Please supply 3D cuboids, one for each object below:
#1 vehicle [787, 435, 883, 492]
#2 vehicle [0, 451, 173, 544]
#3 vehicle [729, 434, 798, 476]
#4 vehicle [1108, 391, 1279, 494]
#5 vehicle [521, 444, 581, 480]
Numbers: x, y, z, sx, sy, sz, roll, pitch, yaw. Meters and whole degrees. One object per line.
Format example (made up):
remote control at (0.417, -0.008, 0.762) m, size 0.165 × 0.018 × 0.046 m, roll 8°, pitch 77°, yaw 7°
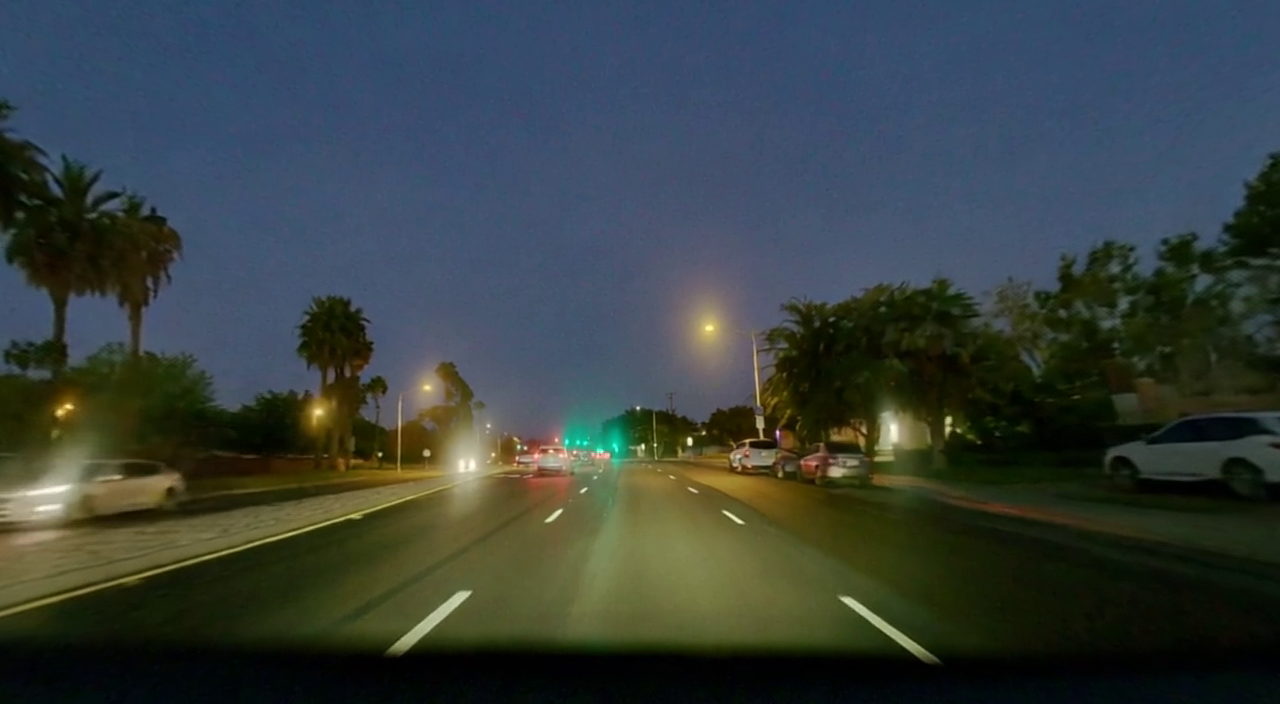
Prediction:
vehicle at (6.568, 3.802, 21.869) m, size 1.962 × 1.725 × 4.257 m, roll 0°, pitch -9°, yaw 0°
vehicle at (-11.846, 2.808, 12.581) m, size 2.152 × 1.509 × 3.954 m, roll -3°, pitch -8°, yaw -2°
vehicle at (6.459, 5.484, 33.977) m, size 2.418 × 2.004 × 6.128 m, roll 1°, pitch -9°, yaw -1°
vehicle at (13.208, 1.839, 13.222) m, size 2.370 × 1.936 × 5.507 m, roll -3°, pitch -8°, yaw -2°
vehicle at (-3.883, 4.896, 28.499) m, size 2.108 × 1.475 × 4.555 m, roll 1°, pitch -9°, yaw -1°
